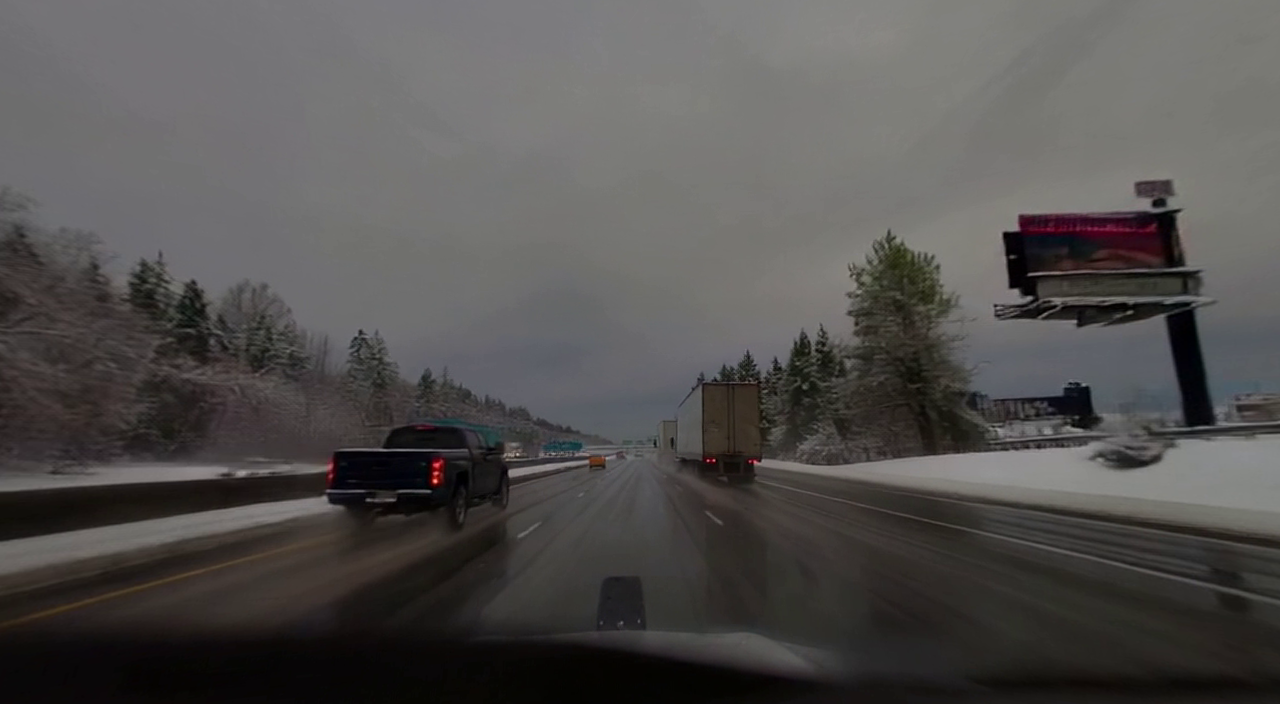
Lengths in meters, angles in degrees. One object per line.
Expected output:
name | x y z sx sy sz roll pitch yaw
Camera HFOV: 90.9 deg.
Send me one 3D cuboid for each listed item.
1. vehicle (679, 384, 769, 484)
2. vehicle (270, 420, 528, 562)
vehicle | 4.046 4.603 34.143 2.826 4.269 14.176 0 -9 0
vehicle | -3.503 2.139 10.479 2.291 1.788 4.825 0 -9 1
